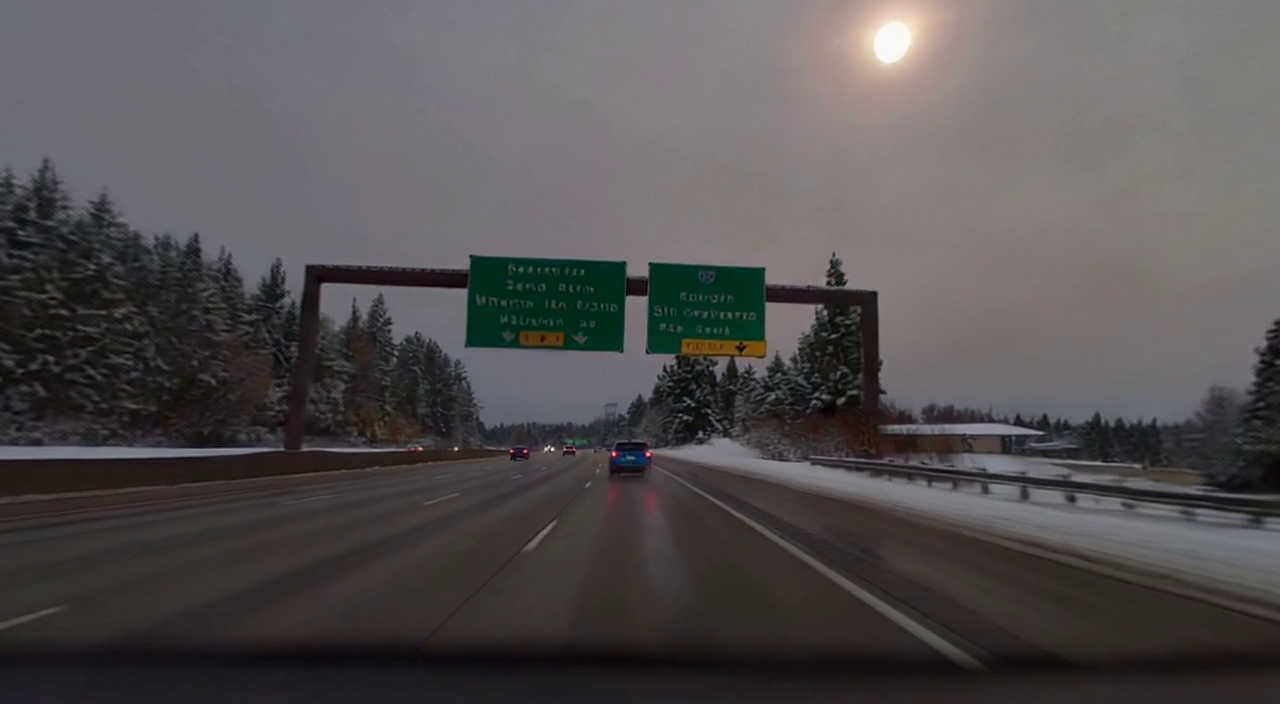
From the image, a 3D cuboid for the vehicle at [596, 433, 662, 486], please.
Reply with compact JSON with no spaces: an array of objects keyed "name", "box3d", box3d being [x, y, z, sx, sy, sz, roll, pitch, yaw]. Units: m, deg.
[{"name":"vehicle","box3d":[-0.444,3.796,22.560,2.120,1.706,4.226,1,-8,-3]}]
